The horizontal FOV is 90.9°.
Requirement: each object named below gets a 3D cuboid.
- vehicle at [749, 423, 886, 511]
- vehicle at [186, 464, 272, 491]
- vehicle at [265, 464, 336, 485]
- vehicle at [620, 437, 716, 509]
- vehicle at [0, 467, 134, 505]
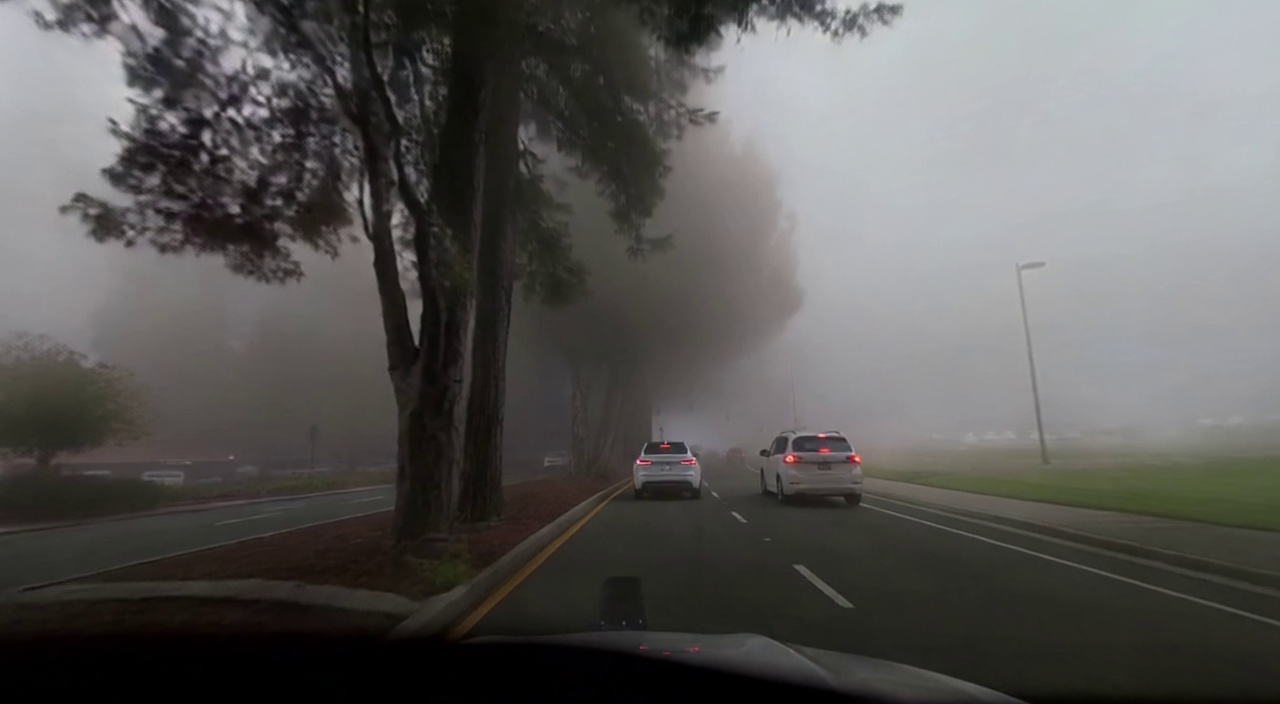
[{"bbox_3d":[4.193,2.811,15.980,1.953,1.818,5.299,0,-8,0],"label":"vehicle"},{"bbox_3d":[-26.693,8.153,40.980,4.434,1.582,1.946,-2,-8,9],"label":"vehicle"},{"bbox_3d":[-26.018,9.410,48.398,4.366,1.486,2.072,-1,-8,6],"label":"vehicle"},{"bbox_3d":[0.701,3.033,16.332,2.154,1.585,3.997,-1,-8,2],"label":"vehicle"},{"bbox_3d":[-27.604,6.424,30.307,4.951,1.618,1.952,-1,-8,2],"label":"vehicle"}]
